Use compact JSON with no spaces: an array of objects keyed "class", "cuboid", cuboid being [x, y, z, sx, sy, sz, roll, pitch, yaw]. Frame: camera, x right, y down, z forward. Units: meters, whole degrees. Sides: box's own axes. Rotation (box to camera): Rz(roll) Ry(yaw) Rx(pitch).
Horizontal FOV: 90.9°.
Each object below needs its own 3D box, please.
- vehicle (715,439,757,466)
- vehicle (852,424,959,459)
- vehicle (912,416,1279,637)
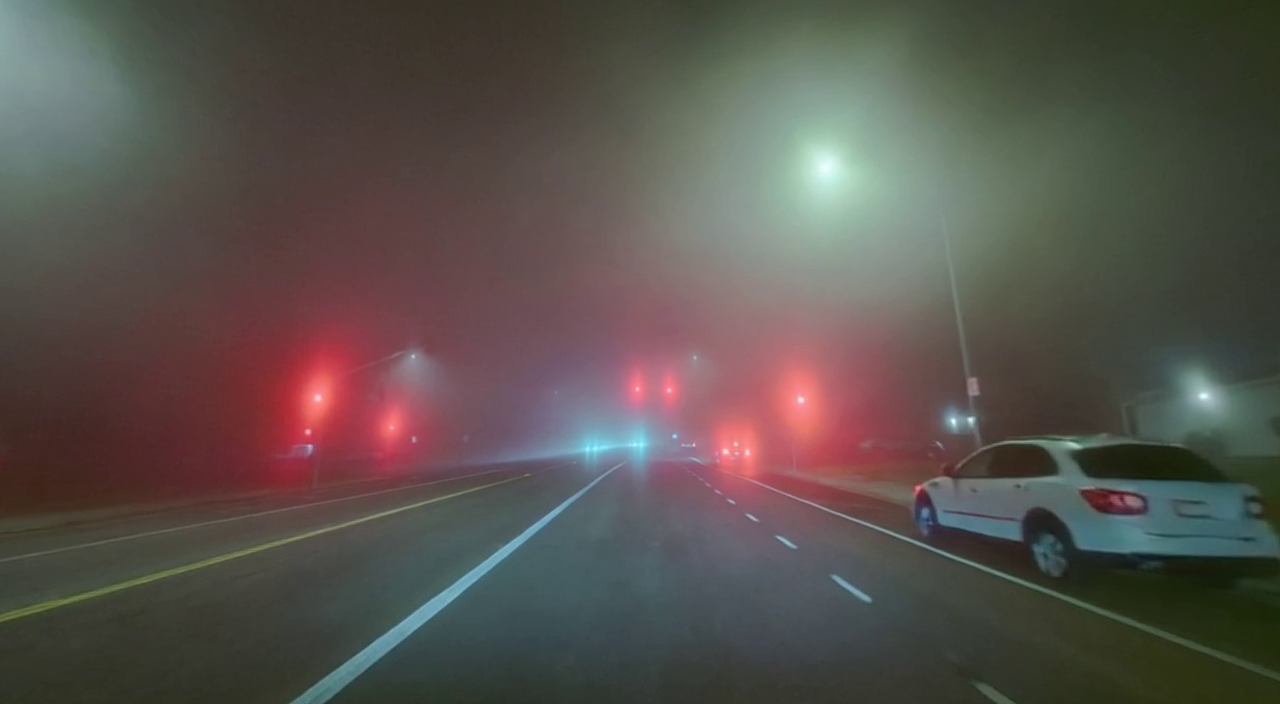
[{"class":"vehicle","cuboid":[5.825,6.135,38.727,1.950,1.567,4.083,0,-8,1]},{"class":"vehicle","cuboid":[13.462,4.579,32.185,4.474,1.710,2.148,0,-8,1]},{"class":"vehicle","cuboid":[5.103,1.565,6.857,1.997,1.521,4.747,0,-8,-2]}]
